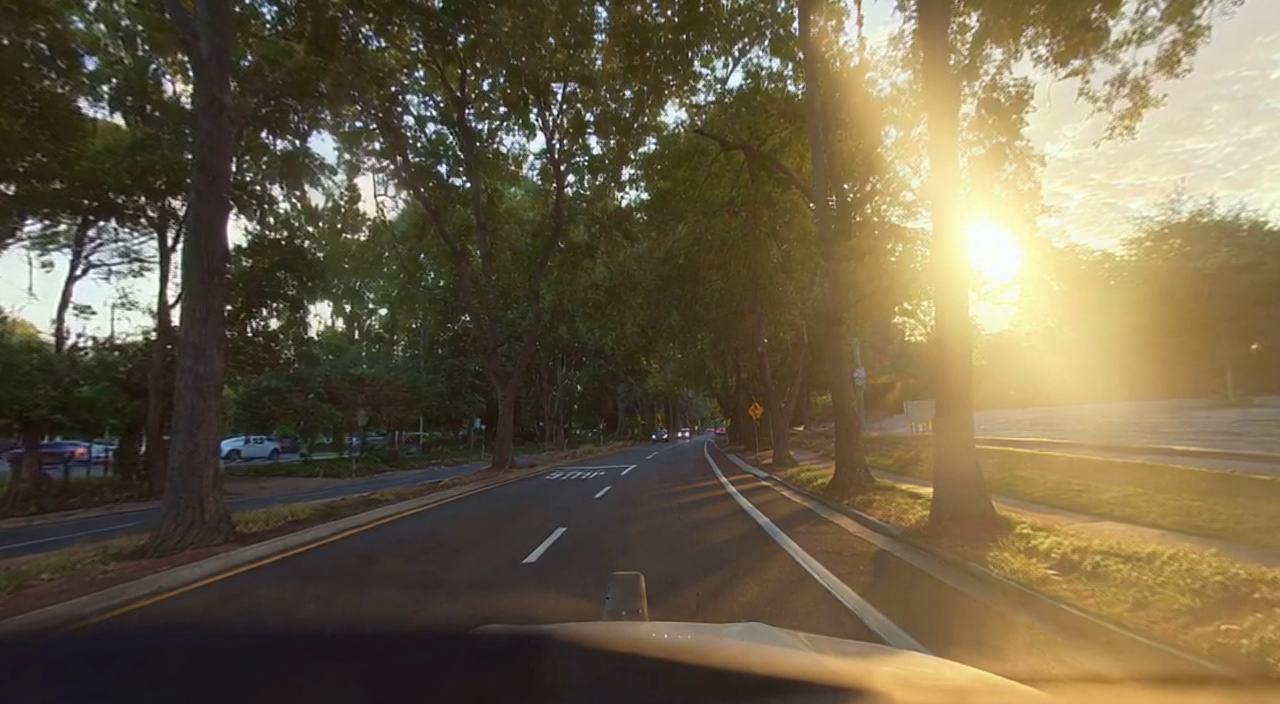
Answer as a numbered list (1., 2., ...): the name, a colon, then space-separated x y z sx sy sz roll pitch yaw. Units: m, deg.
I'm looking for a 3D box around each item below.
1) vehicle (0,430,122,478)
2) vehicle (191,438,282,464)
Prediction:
1. vehicle: -28.346 4.935 30.717 4.733 1.892 1.939 -4 -4 2
2. vehicle: -23.934 5.898 37.561 4.007 1.459 1.952 0 -10 0
